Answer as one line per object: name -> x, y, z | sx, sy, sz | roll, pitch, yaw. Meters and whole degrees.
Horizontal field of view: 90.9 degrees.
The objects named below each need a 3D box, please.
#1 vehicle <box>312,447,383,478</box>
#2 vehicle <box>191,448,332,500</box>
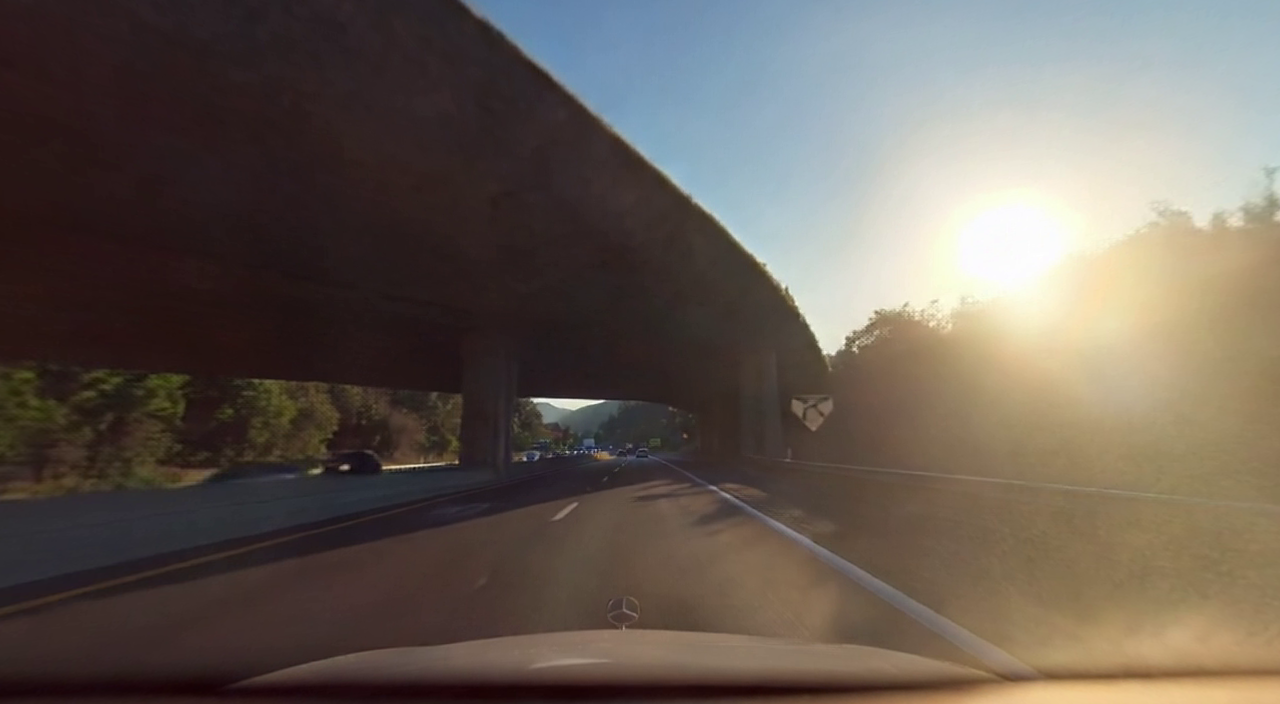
vehicle -> -16.859, 6.376, 36.550 | 1.999, 1.675, 4.393 | 0, -9, 0
vehicle -> -12.085, 3.889, 20.524 | 1.879, 1.478, 4.279 | 0, -9, 1
